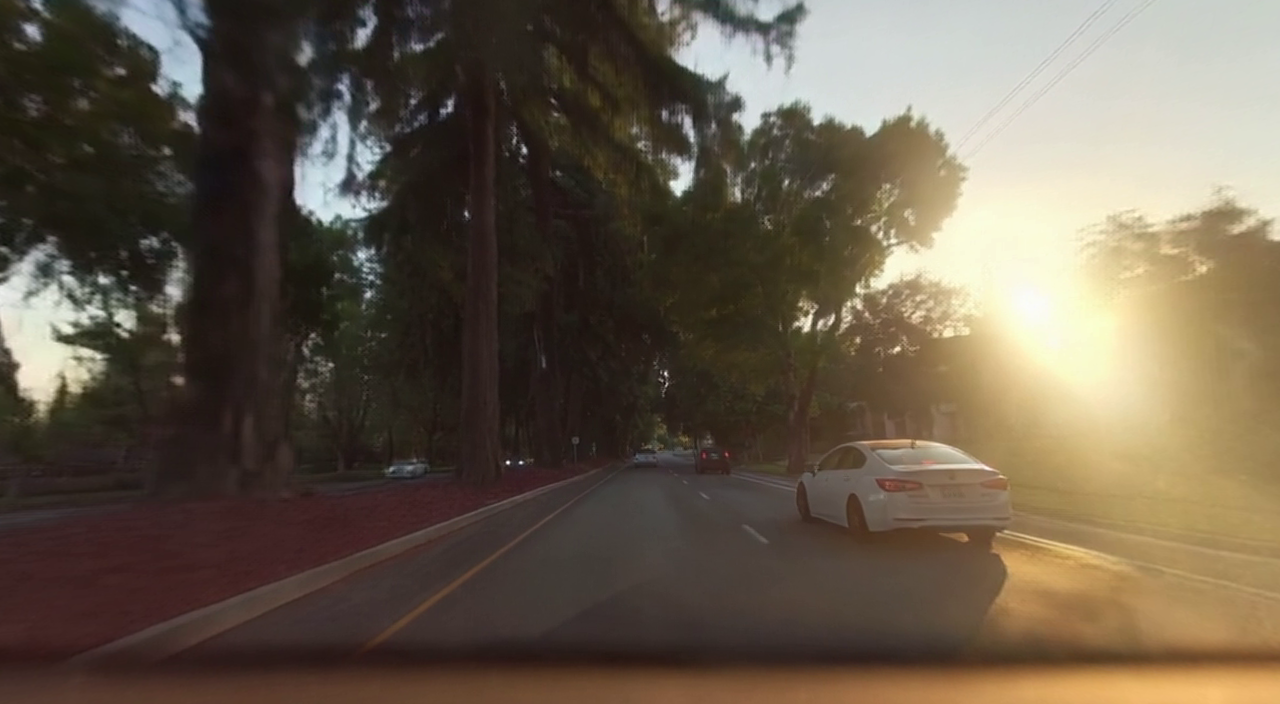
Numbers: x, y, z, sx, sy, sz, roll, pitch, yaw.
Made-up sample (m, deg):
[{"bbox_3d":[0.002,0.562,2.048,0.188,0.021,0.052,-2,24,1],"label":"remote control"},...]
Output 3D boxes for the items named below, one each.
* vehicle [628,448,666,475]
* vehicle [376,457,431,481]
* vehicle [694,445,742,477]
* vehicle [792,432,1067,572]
[{"bbox_3d":[0.398,6.430,37.241,2.082,1.473,4.028,0,-9,0],"label":"vehicle"},{"bbox_3d":[-15.920,7.860,42.807,1.855,1.449,4.662,0,-9,1],"label":"vehicle"},{"bbox_3d":[4.281,6.029,35.211,2.074,1.652,4.340,0,-9,0],"label":"vehicle"},{"bbox_3d":[3.711,1.973,9.113,1.985,1.529,4.147,0,-9,0],"label":"vehicle"}]
